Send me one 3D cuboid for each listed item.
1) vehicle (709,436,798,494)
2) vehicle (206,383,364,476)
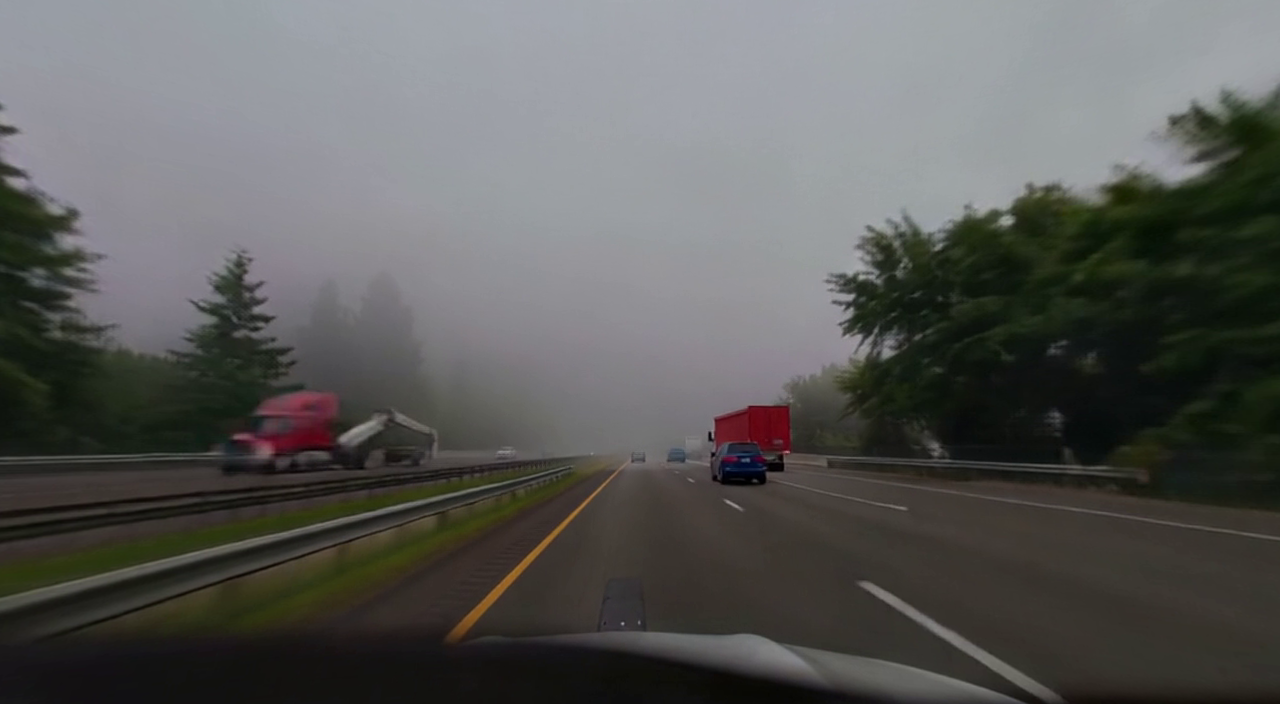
[{"bbox_3d":[3.547,3.612,20.445,2.022,1.658,4.132,0,-9,-1],"label":"vehicle"},{"bbox_3d":[-15.772,3.624,28.740,3.199,3.740,6.535,0,-9,0],"label":"vehicle"}]
